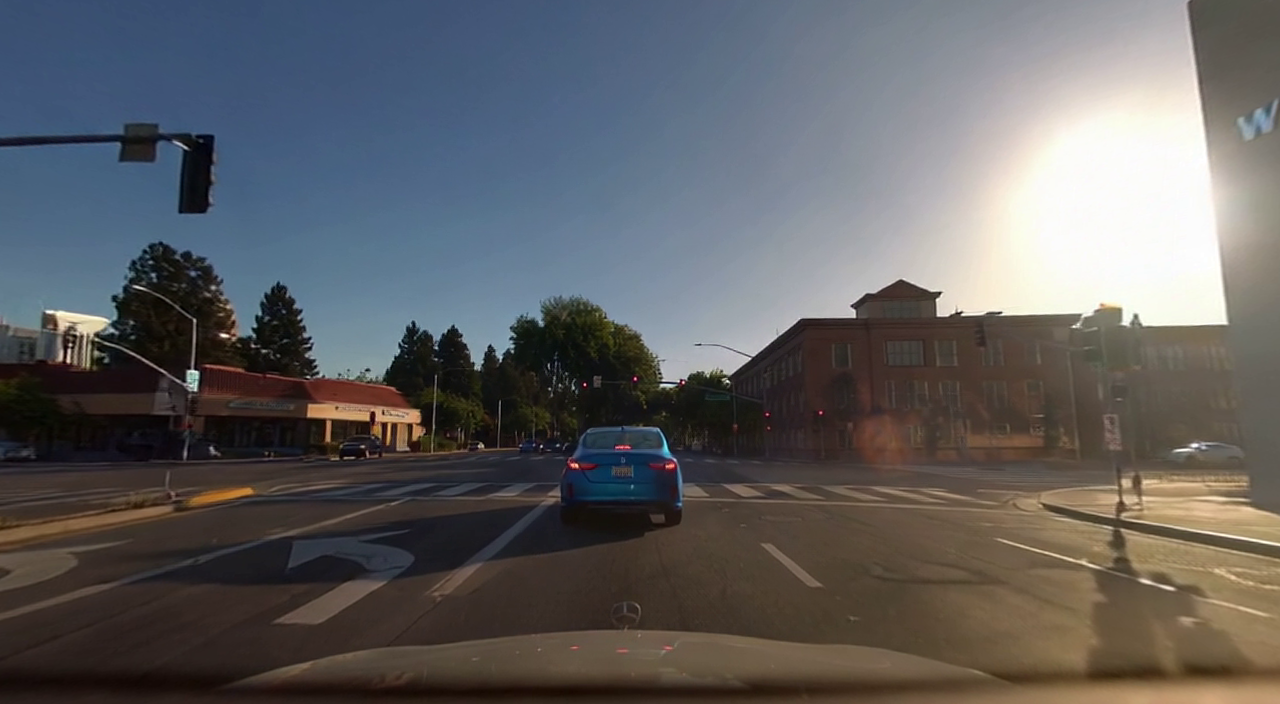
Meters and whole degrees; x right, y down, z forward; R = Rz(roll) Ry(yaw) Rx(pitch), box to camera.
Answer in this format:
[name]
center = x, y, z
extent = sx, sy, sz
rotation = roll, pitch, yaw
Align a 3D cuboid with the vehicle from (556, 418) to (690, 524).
[vehicle]
center = -0.304, 2.132, 11.821
extent = 2.066, 1.618, 3.922
rotation = 0, -8, -1
